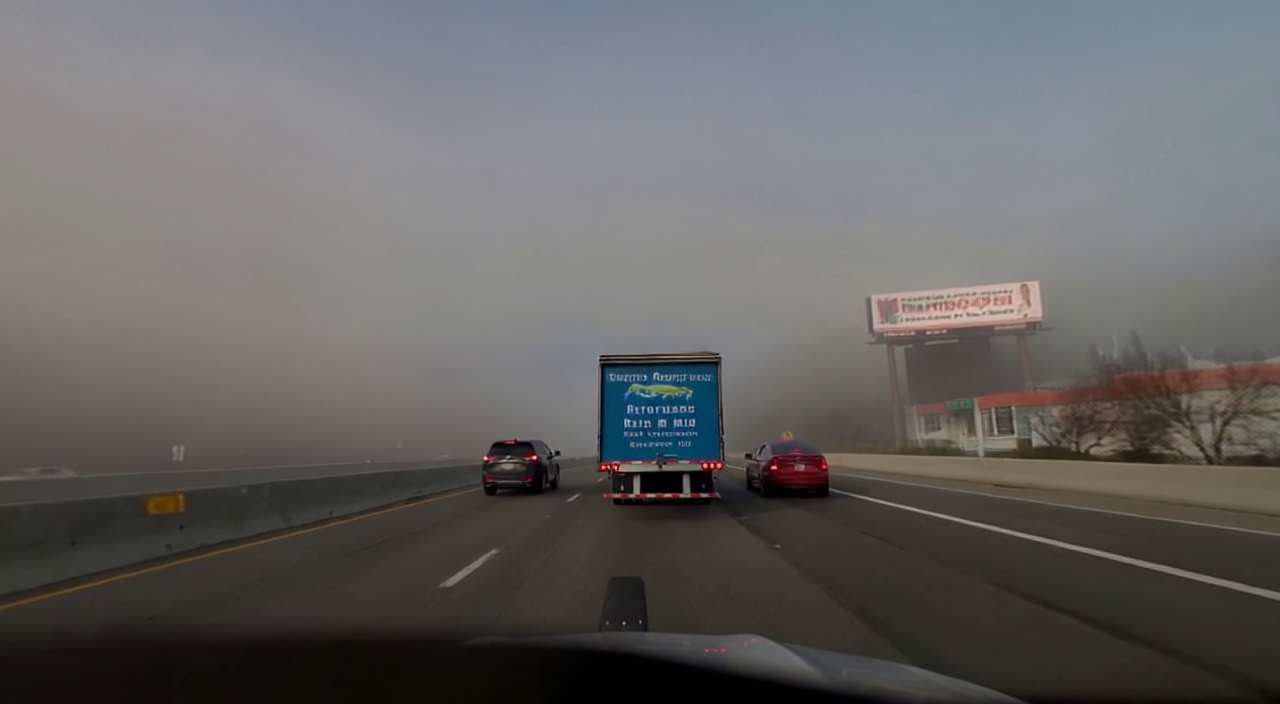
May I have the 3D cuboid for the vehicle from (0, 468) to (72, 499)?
[{"bbox_3d":[-34.928,7.331,35.156,1.786,1.506,4.667,-2,-9,8],"label":"vehicle"}]

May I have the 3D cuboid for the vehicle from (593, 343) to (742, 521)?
[{"bbox_3d":[0.588,2.090,16.053,2.733,3.296,8.571,0,-8,1],"label":"vehicle"}]

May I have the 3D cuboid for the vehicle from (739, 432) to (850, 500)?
[{"bbox_3d":[4.219,3.183,18.044,2.066,1.692,4.339,0,-8,0],"label":"vehicle"}]

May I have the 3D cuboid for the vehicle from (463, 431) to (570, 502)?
[{"bbox_3d":[-3.359,3.202,18.107,2.030,1.757,4.509,0,-8,2],"label":"vehicle"}]
